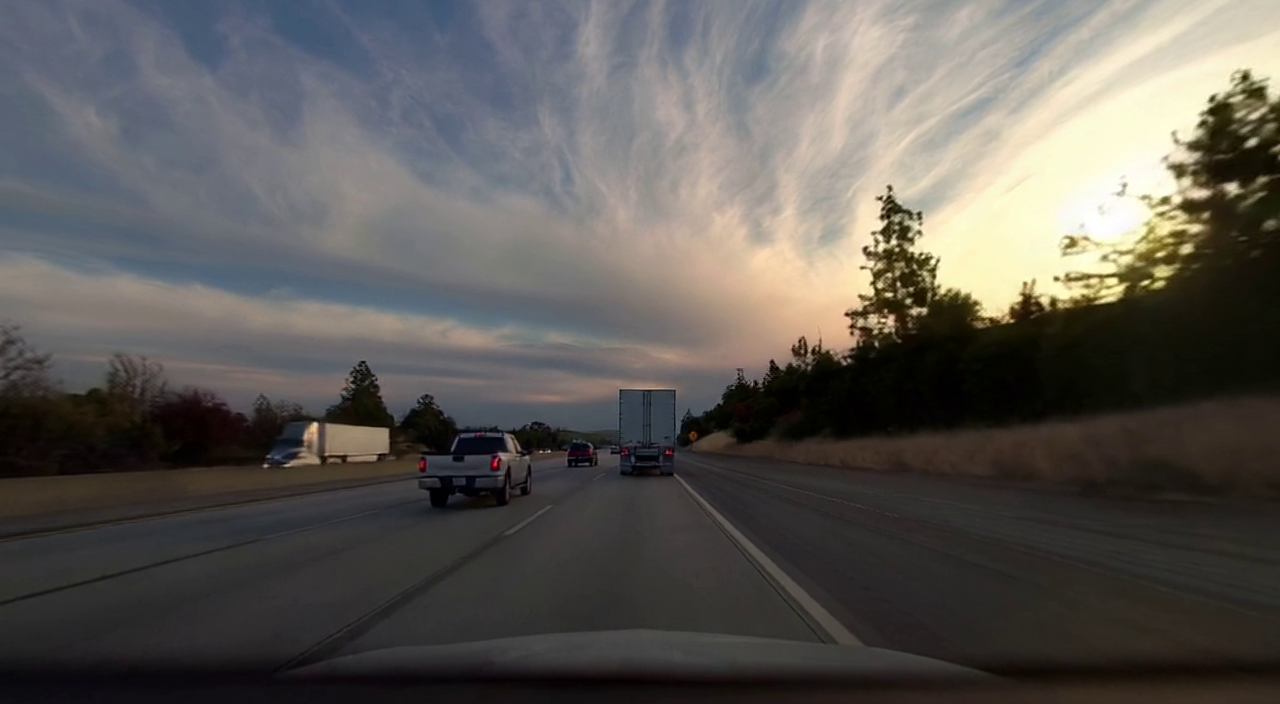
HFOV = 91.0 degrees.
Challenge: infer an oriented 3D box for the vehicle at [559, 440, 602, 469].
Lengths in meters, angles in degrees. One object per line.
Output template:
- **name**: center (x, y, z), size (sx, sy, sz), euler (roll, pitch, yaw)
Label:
- **vehicle**: center (-3.944, 6.867, 42.490), size (2.285, 1.833, 4.984), euler (0, -9, 1)

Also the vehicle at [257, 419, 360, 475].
- **vehicle**: center (-25.357, 7.364, 48.835), size (3.028, 3.953, 8.716), euler (0, -9, 1)

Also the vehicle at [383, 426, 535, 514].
- **vehicle**: center (-4.077, 2.747, 15.217), size (2.140, 1.750, 4.901), euler (0, -9, 1)

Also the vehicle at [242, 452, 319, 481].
- **vehicle**: center (-20.930, 6.658, 36.877), size (1.853, 1.523, 4.358), euler (0, -9, 1)

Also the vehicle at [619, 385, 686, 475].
- **vehicle**: center (0.513, 4.450, 34.817), size (3.052, 4.132, 11.336), euler (0, -9, -1)
